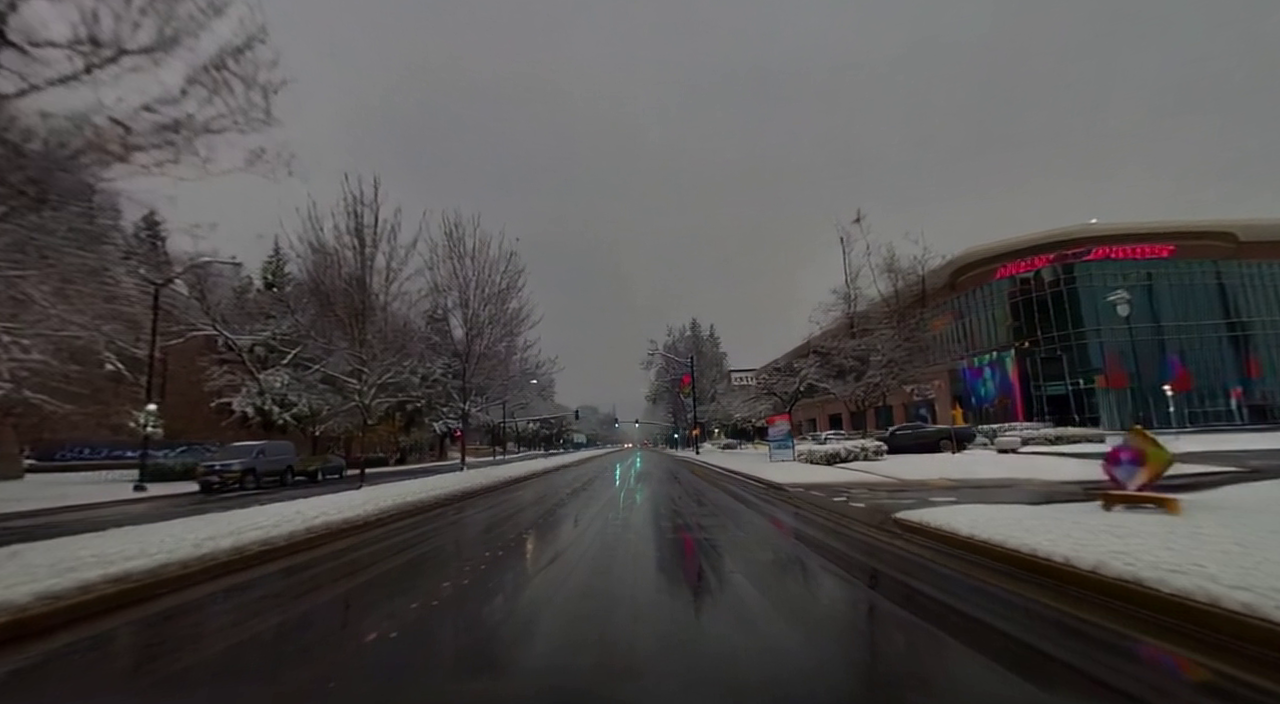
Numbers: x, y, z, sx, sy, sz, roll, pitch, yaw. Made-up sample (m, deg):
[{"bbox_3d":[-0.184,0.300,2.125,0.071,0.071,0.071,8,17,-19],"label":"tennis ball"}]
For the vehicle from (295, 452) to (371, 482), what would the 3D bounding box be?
[{"bbox_3d":[-17.581,6.586,36.199,1.933,1.521,4.771,0,-9,0],"label":"vehicle"}]

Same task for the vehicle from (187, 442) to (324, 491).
[{"bbox_3d":[-17.436,5.174,28.977,2.617,1.997,5.830,0,-9,0],"label":"vehicle"}]
